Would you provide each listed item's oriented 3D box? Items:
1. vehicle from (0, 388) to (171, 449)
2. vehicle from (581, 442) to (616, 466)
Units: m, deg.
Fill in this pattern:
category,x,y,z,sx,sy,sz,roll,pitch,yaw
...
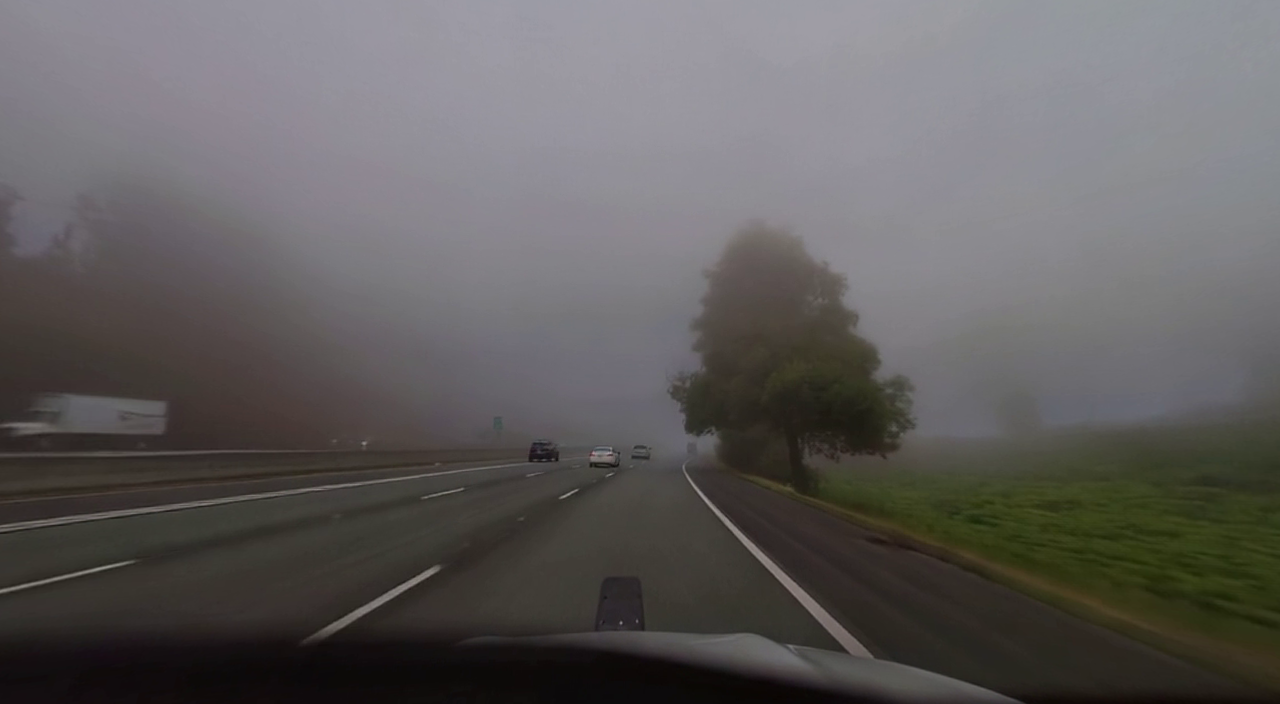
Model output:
category,x,y,z,sx,sy,sz,roll,pitch,yaw
vehicle,-36.759,4.609,41.448,3.282,3.523,10.262,0,-9,4
vehicle,-2.999,7.580,46.793,2.035,1.673,4.469,0,-9,4
